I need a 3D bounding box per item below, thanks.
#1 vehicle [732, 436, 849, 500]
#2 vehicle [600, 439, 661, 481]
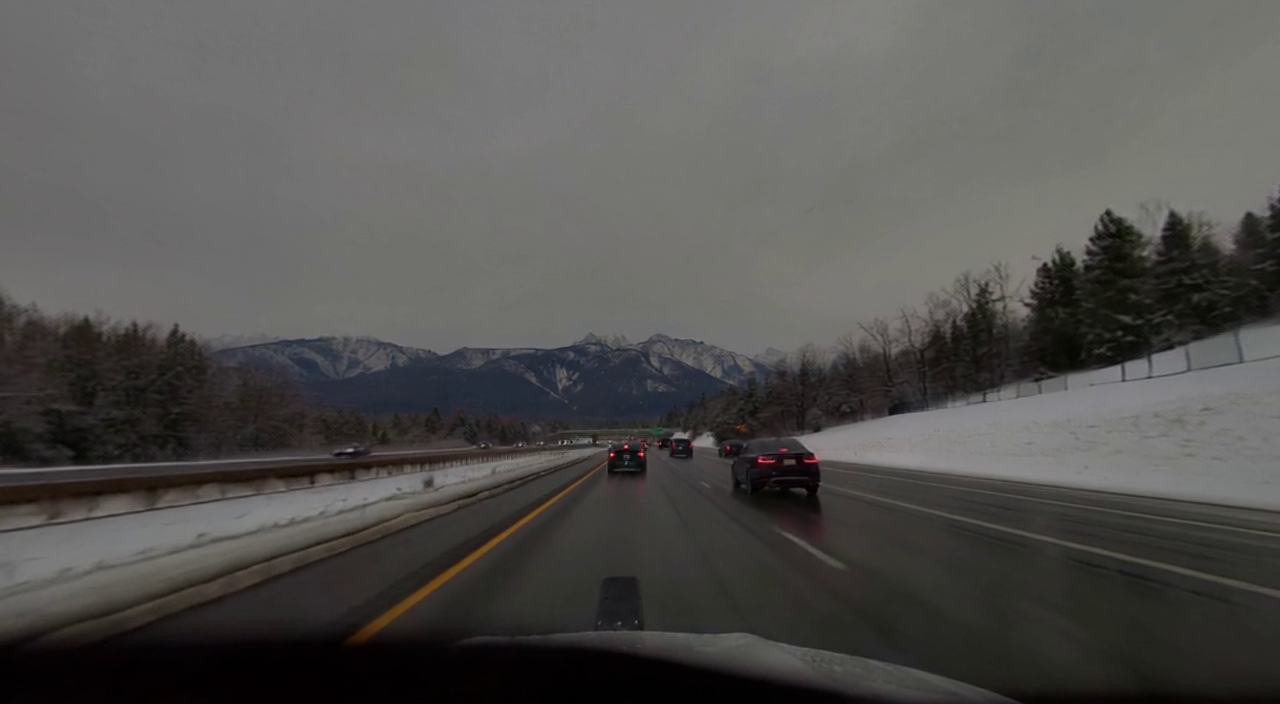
[{"bbox_3d":[3.796,3.007,16.725,1.957,1.447,4.241,0,-8,-1],"label":"vehicle"},{"bbox_3d":[-0.333,4.014,23.618,2.085,1.449,3.860,0,-8,0],"label":"vehicle"}]
